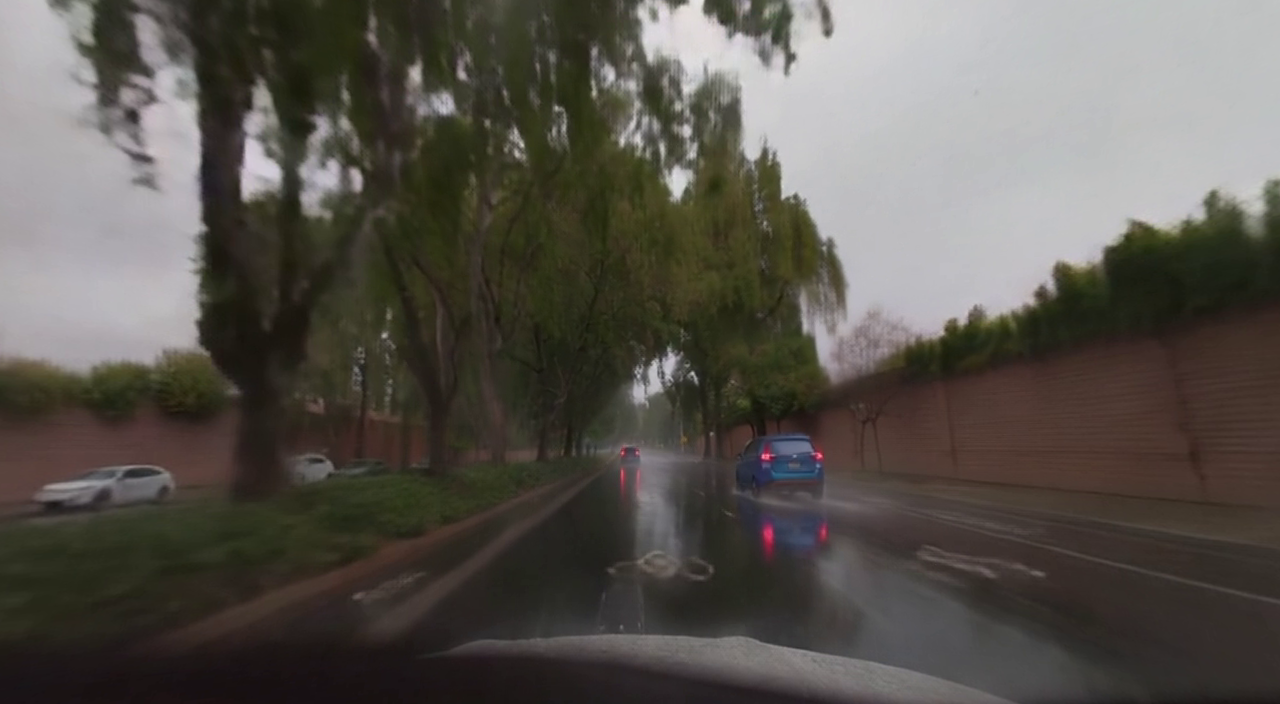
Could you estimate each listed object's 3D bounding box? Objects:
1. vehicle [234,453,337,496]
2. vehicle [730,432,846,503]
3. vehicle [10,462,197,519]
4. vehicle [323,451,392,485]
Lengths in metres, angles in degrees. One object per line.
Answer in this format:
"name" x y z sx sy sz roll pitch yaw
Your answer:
"vehicle" -17.323 5.962 31.242 2.096 1.816 5.362 -4 -9 -1
"vehicle" 4.086 3.264 18.318 2.155 1.752 4.456 0 -8 -1
"vehicle" -17.507 4.511 21.048 2.071 1.489 4.724 -1 -8 0
"vehicle" -17.595 7.235 39.701 2.075 1.909 5.064 0 -8 -1
